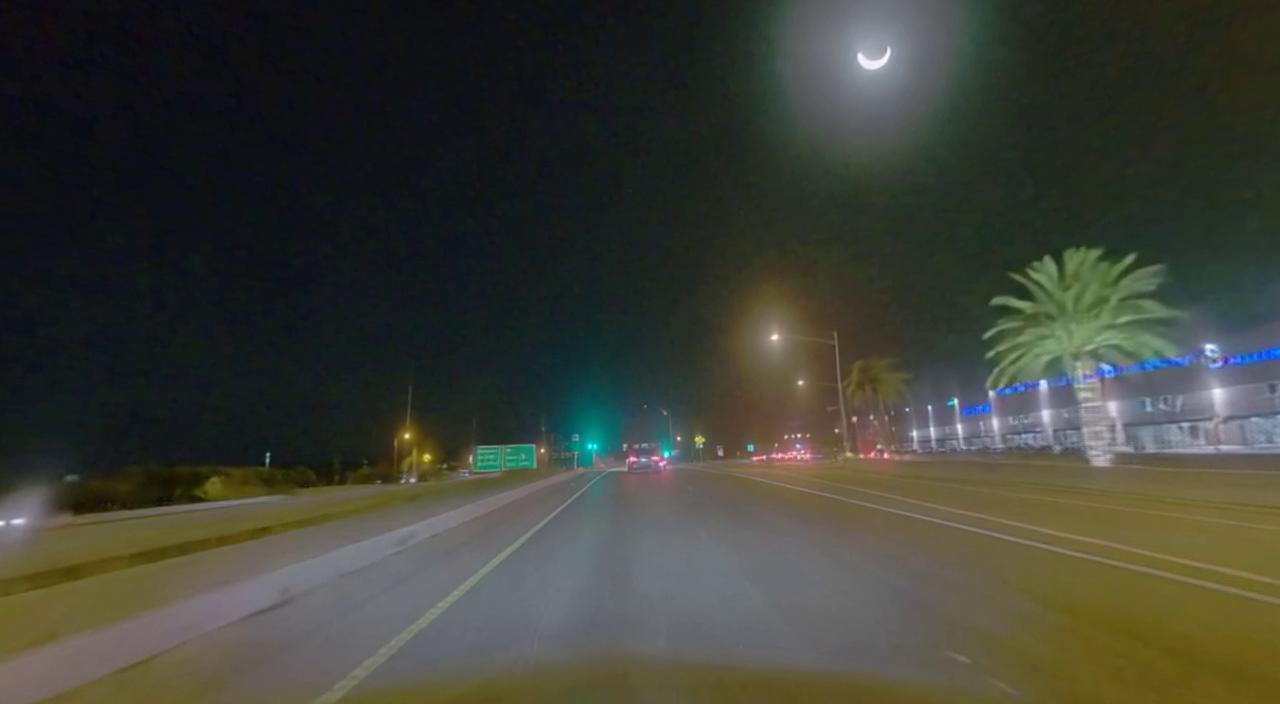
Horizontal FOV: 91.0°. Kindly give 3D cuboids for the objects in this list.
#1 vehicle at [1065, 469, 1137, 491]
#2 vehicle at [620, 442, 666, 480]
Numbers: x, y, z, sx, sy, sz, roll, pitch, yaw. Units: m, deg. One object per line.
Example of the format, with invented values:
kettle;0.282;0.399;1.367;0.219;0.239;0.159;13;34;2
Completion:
vehicle;35.087;9.783;48.019;3.945;1.538;1.796;-2;-10;5
vehicle;0.089;5.278;30.788;2.089;1.718;4.193;0;-9;-2
